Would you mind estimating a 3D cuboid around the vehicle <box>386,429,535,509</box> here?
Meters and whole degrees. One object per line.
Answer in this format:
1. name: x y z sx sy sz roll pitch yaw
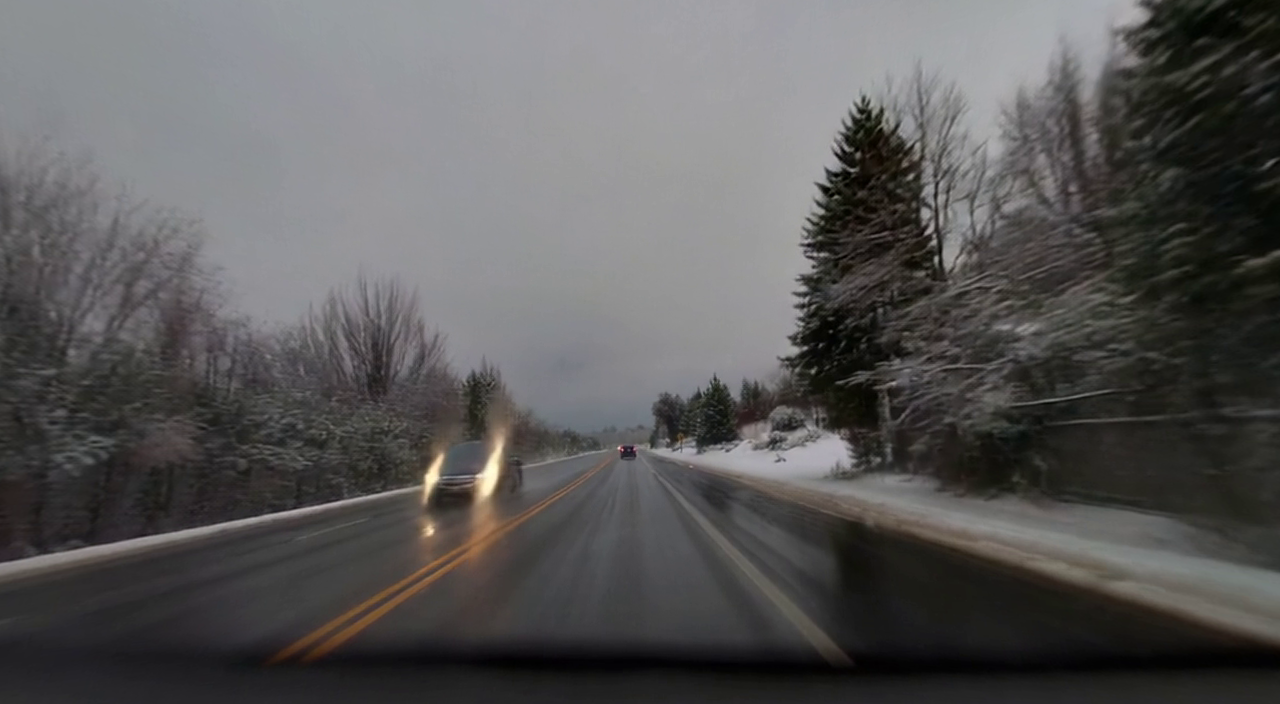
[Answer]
1. vehicle: -4.564 3.080 17.041 2.695 1.840 4.689 0 -9 -1
